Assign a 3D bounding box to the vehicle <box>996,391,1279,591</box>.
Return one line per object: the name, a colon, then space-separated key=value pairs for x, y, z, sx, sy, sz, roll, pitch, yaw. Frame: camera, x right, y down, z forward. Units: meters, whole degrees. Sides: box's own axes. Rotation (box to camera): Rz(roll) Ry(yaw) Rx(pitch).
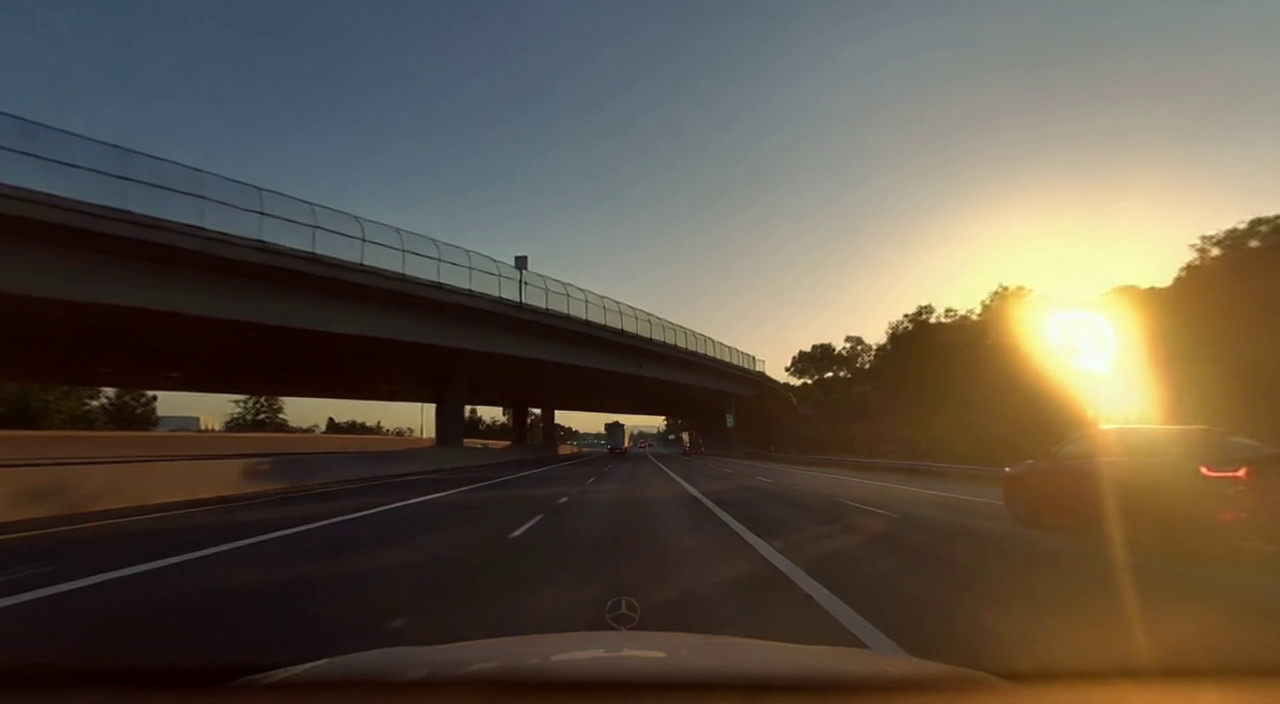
vehicle: x=6.769 y=1.557 z=7.705 sx=2.096 sy=1.767 sz=4.601 roll=0 pitch=-9 yaw=0
